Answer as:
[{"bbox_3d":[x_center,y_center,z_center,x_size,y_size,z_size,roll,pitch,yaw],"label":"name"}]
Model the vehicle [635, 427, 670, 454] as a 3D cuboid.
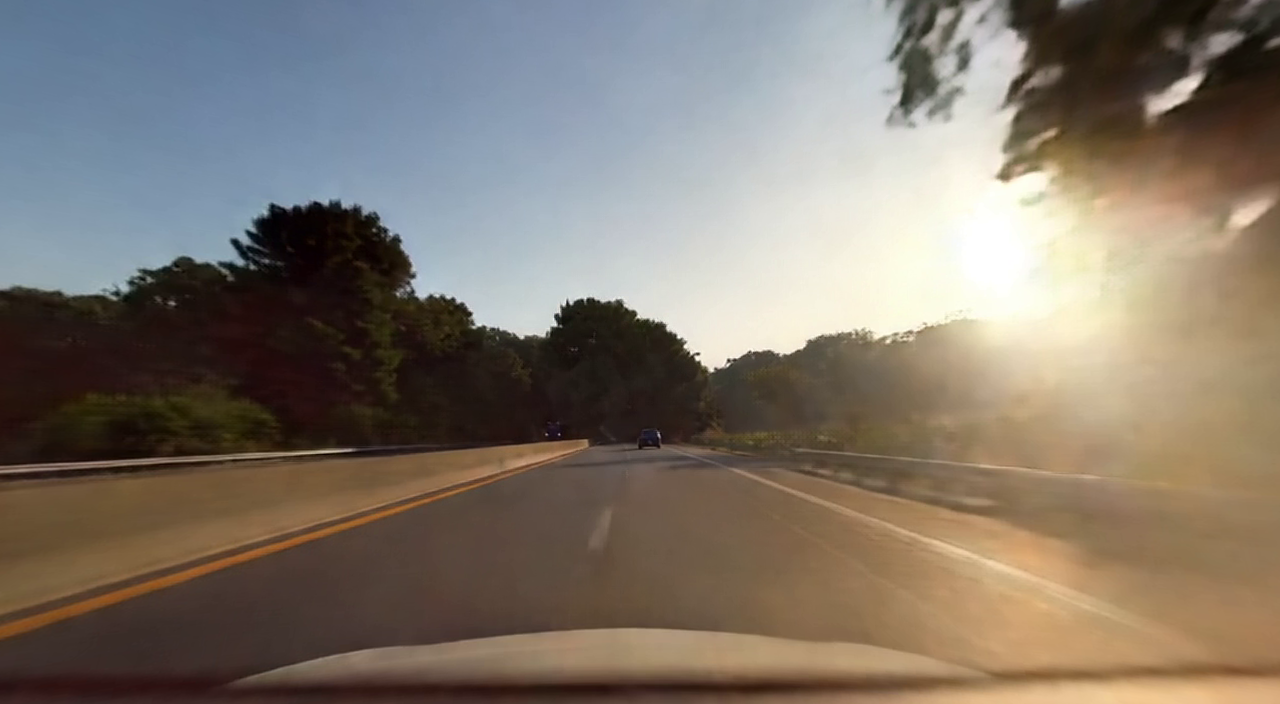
[{"bbox_3d":[0.816,6.172,44.028,2.240,1.801,4.545,0,-8,-2],"label":"vehicle"}]
